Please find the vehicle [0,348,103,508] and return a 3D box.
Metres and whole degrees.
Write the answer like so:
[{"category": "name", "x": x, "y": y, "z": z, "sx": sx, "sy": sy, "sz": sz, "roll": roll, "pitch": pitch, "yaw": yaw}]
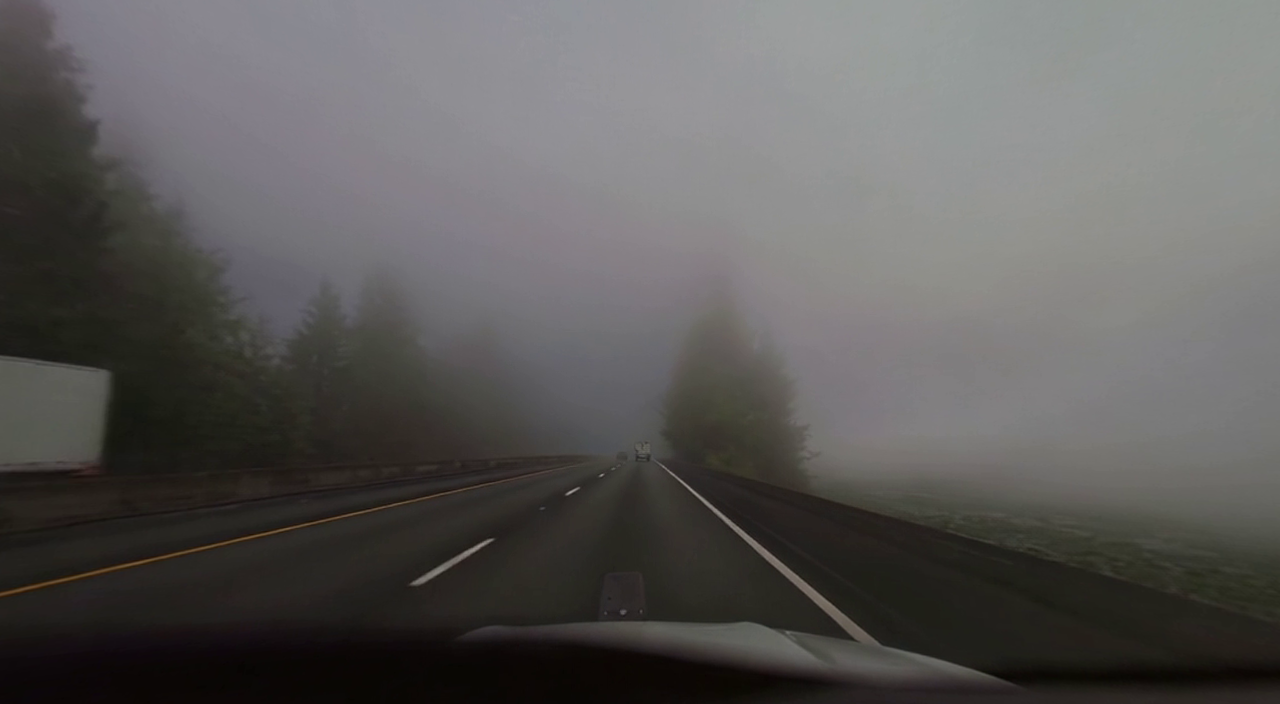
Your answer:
[{"category": "vehicle", "x": -16.519, "y": 1.005, "z": 9.928, "sx": 3.166, "sy": 3.694, "sz": 14.817, "roll": 0, "pitch": -9, "yaw": 0}]
